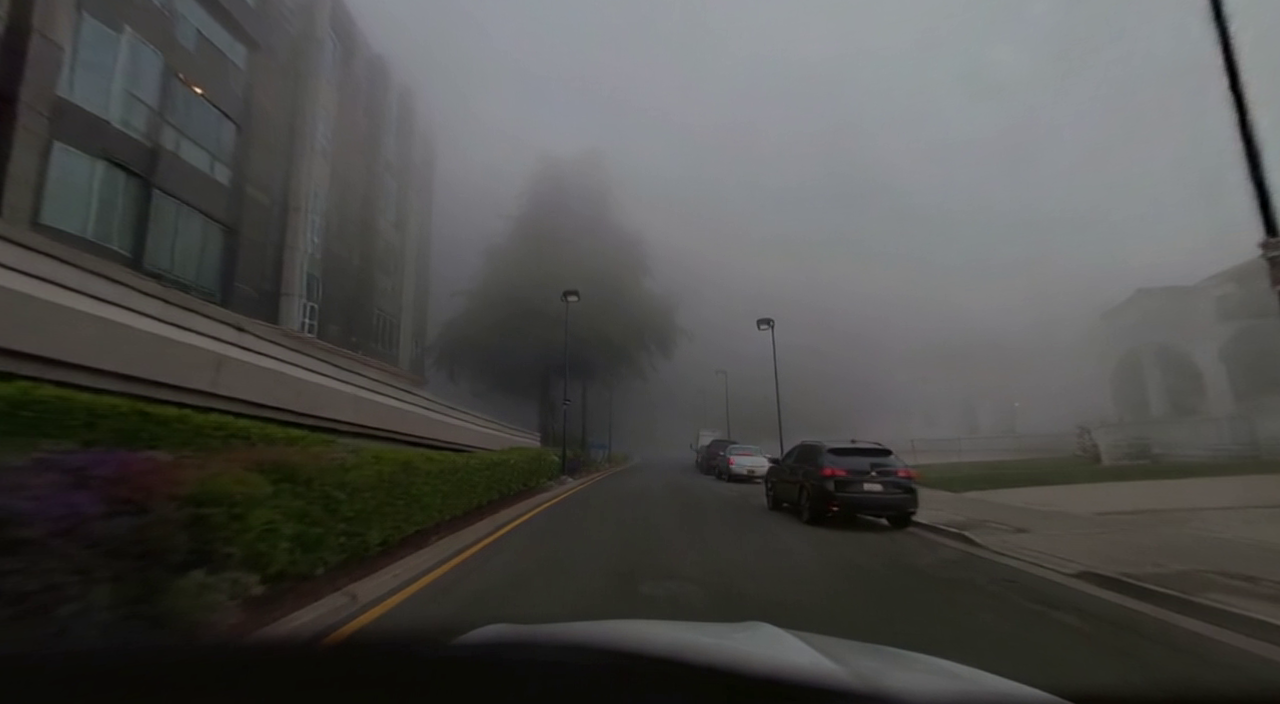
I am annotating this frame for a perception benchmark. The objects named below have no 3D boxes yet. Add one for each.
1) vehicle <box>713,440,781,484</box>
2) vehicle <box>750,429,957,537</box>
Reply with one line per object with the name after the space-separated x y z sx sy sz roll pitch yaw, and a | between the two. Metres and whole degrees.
3.770 3.956 22.955 1.848 1.442 4.425 -1 -8 2 | vehicle
3.395 2.179 11.154 2.024 1.475 4.565 0 -8 0 | vehicle
